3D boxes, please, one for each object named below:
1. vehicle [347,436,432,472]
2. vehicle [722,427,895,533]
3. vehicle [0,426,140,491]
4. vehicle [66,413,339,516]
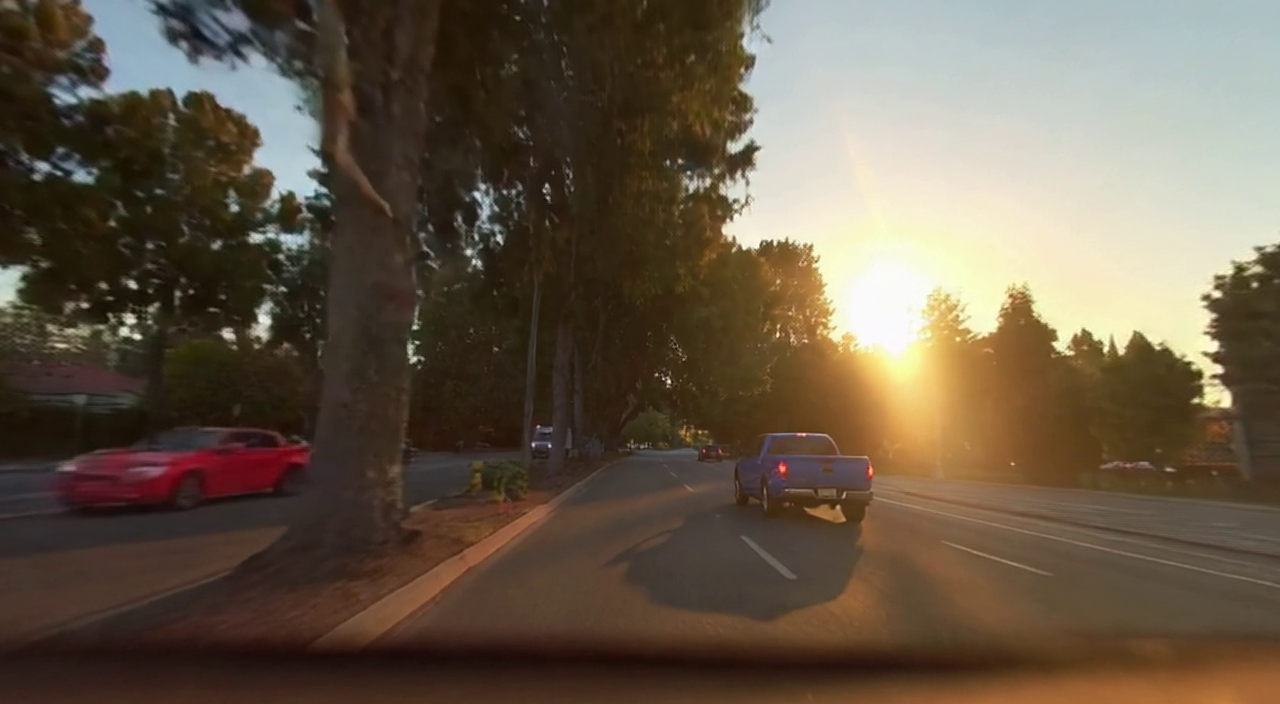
[{"bbox_3d":[-10.959,4.476,27.989,1.892,1.471,4.532,0,-8,0],"label":"vehicle"},{"bbox_3d":[3.050,2.436,12.635,2.108,1.712,4.616,0,-8,-1],"label":"vehicle"},{"bbox_3d":[-15.534,2.679,16.015,1.870,1.472,4.410,0,-8,3],"label":"vehicle"},{"bbox_3d":[-8.099,2.143,12.410,2.121,1.639,4.525,0,-8,0],"label":"vehicle"}]
